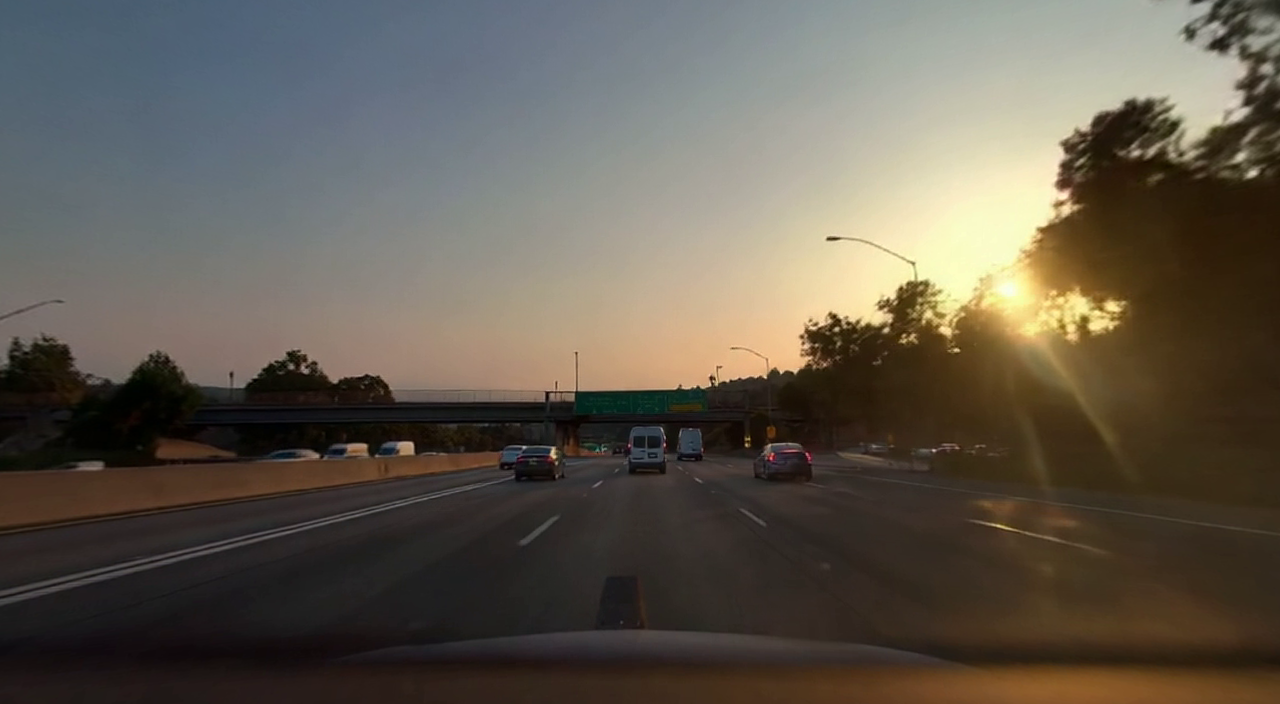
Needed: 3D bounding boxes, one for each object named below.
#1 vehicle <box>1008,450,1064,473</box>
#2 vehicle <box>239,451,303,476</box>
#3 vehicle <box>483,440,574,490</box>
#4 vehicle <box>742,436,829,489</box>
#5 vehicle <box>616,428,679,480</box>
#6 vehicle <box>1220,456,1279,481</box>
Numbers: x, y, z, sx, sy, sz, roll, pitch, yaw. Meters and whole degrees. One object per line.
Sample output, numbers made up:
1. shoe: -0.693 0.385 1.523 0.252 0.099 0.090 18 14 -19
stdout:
1. vehicle: 30.864 8.516 49.238 2.039 1.718 4.674 -1 -9 10
2. vehicle: -22.868 6.895 39.156 1.640 1.464 3.687 0 -9 2
3. vehicle: -3.750 3.914 22.160 2.173 1.542 4.781 0 -8 2
4. vehicle: 5.009 3.869 22.379 2.146 1.678 4.489 0 -8 1
5. vehicle: 0.319 4.471 27.757 2.509 2.062 4.639 0 -9 0
6. vehicle: 42.976 7.949 43.159 4.217 1.445 1.810 -5 -8 12
